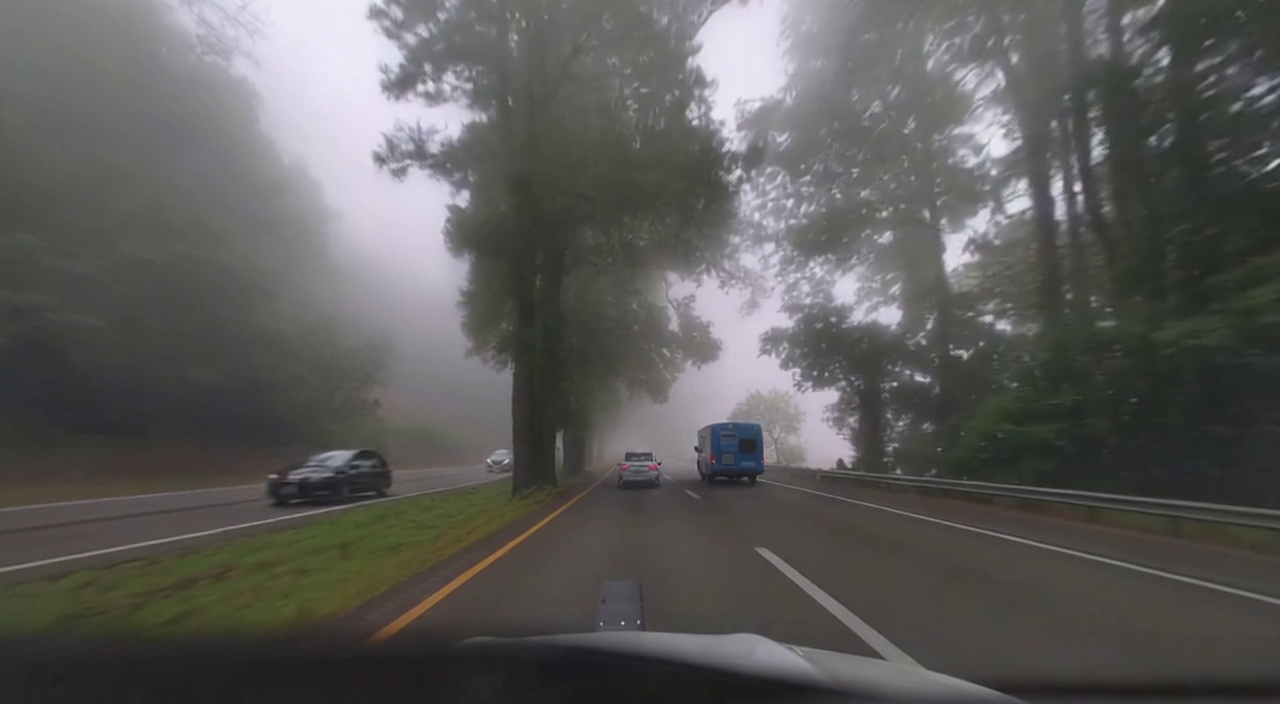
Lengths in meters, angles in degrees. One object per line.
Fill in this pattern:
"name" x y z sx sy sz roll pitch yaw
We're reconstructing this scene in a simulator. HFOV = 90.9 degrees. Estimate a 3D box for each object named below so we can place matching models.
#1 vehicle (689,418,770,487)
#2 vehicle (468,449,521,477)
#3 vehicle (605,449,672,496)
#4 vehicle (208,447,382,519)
"vehicle" 3.703 4.361 27.374 2.513 2.633 5.930 0 -9 -1
"vehicle" -8.099 6.227 35.443 2.047 1.440 3.907 -1 -9 1
"vehicle" -0.053 4.013 21.308 2.037 1.417 3.885 0 -9 0
"vehicle" -7.341 2.790 13.894 1.719 1.342 3.683 0 -9 0
